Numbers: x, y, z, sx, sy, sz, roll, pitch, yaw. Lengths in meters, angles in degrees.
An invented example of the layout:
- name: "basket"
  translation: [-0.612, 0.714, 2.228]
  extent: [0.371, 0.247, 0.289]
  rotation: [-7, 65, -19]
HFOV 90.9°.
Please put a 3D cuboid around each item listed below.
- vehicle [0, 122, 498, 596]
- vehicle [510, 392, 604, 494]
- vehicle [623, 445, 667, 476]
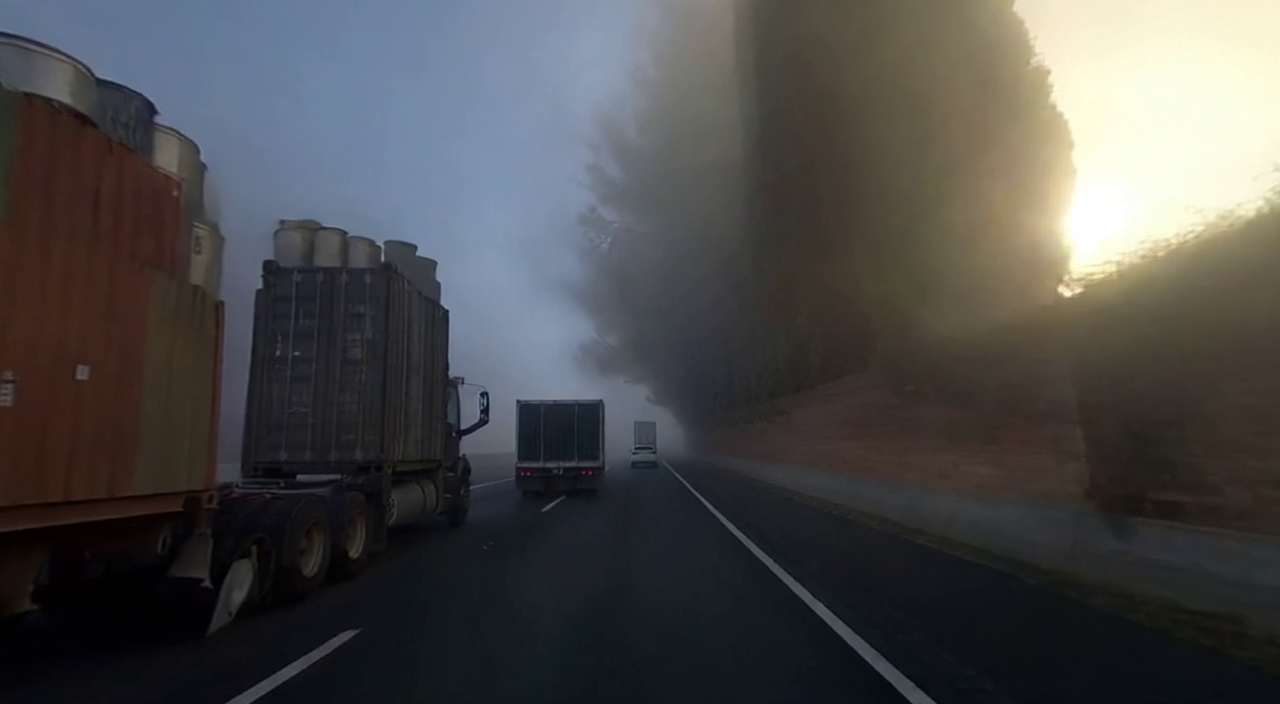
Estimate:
- name: "vehicle"
  translation: [-4.096, 0.383, 8.159]
  extent: [2.998, 3.992, 5.800]
  rotation: [0, -8, 1]
- name: "vehicle"
  translation: [-2.831, 3.361, 23.395]
  extent: [2.798, 3.071, 8.412]
  rotation: [1, -8, -4]
- name: "vehicle"
  translation: [0.212, 5.435, 31.947]
  extent: [2.041, 1.462, 4.548]
  rotation: [0, -8, -1]
